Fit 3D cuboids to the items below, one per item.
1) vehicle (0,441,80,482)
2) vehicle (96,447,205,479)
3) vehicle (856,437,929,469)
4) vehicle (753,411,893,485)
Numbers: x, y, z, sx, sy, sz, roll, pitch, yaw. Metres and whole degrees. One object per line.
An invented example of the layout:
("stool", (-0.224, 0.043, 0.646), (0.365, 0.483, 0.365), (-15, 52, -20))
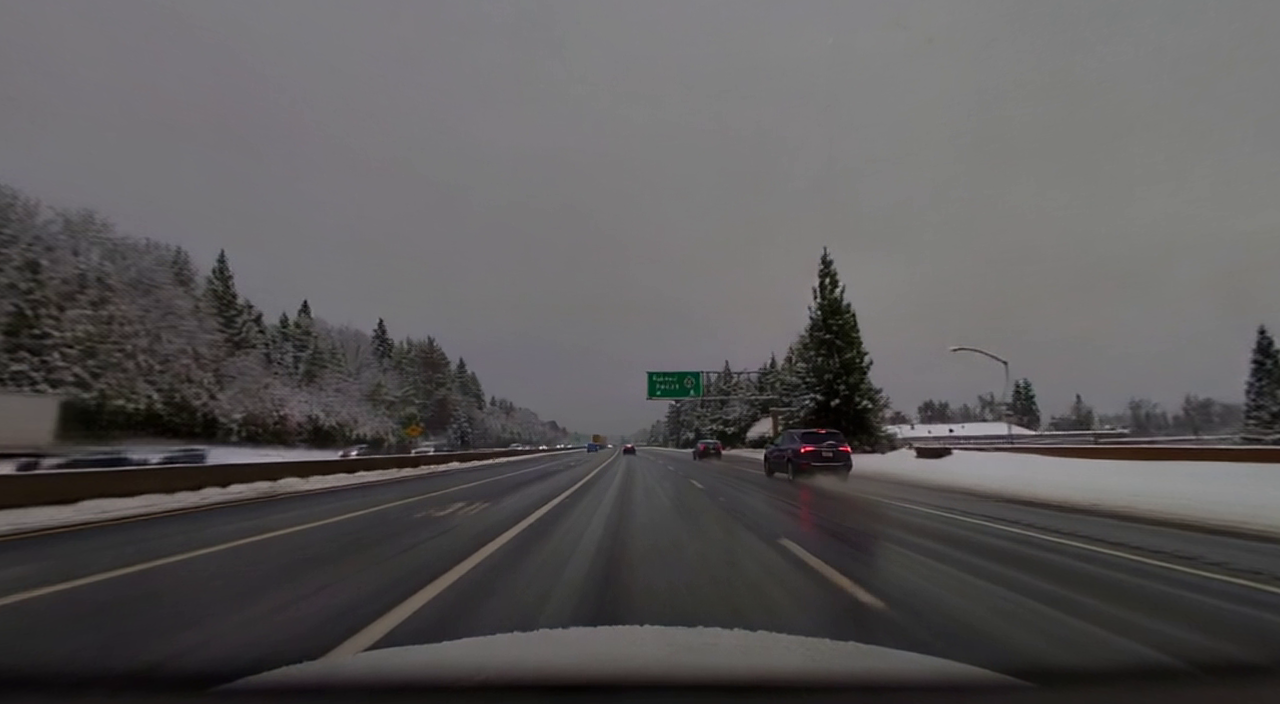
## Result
("vehicle", (-28.348, 4.887, 28.304), (1.965, 1.714, 4.772), (0, -8, -1))
("vehicle", (-24.867, 5.635, 32.216), (1.860, 1.459, 4.716), (0, -8, -1))
("vehicle", (13.849, 5.549, 34.797), (2.072, 1.611, 4.387), (0, -8, -2))
("vehicle", (6.593, 3.651, 24.191), (2.779, 2.339, 8.073), (0, -8, -1))
